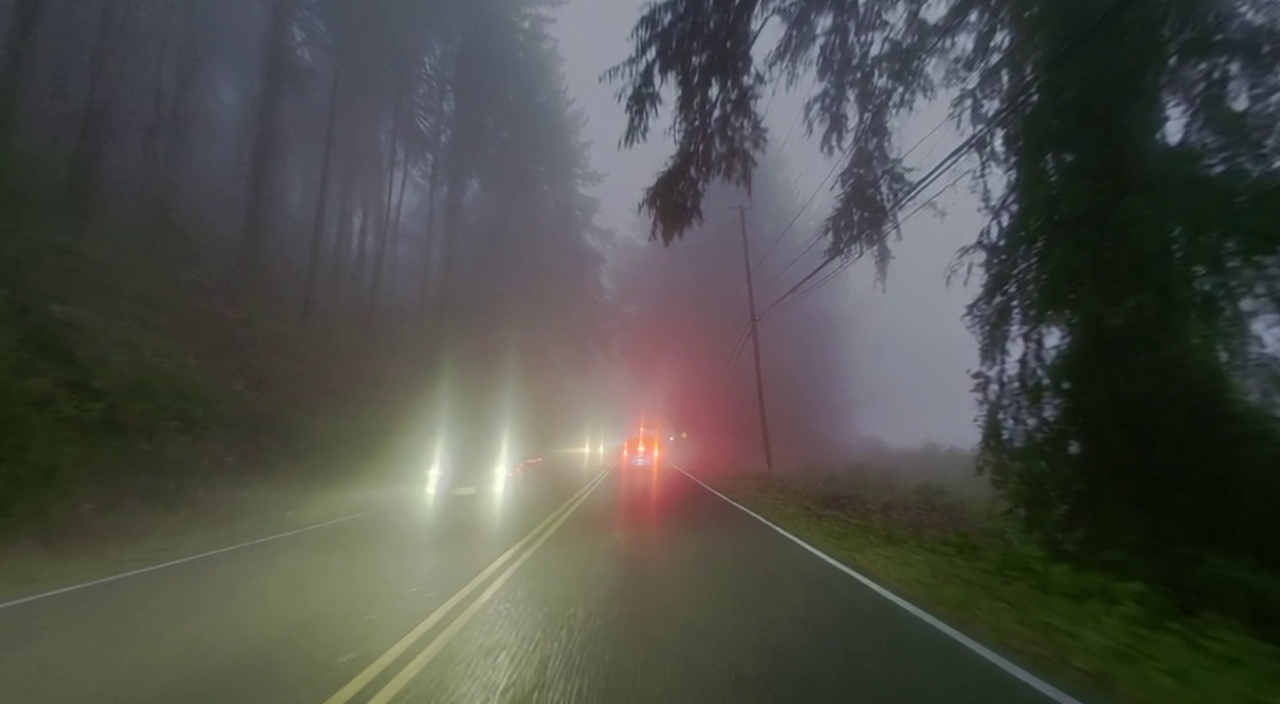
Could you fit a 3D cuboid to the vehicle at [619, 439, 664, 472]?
[{"bbox_3d":[0.000,5.056,30.891,2.081,1.503,3.726,0,-8,-2],"label":"vehicle"}]
